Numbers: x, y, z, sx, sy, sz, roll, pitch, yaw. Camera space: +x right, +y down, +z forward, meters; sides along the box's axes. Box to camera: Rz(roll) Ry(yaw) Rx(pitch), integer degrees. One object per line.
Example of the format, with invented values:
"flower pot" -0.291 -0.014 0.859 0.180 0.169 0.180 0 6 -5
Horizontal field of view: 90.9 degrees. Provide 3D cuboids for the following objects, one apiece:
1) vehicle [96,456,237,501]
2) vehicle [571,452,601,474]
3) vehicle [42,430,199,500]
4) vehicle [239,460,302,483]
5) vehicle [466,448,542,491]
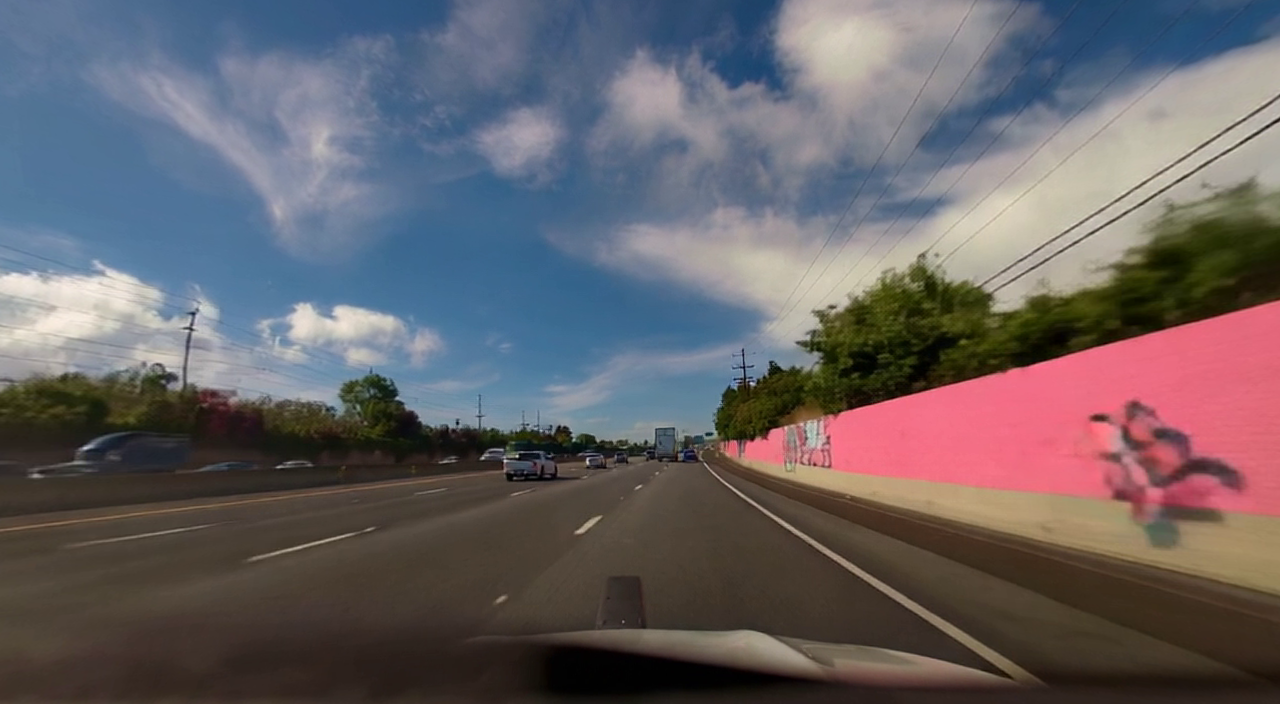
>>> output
"vehicle" -21.599 5.754 29.135 2.076 1.824 5.373 -1 -9 5
"vehicle" -3.908 8.048 45.740 1.708 1.489 2.840 -1 -9 5
"vehicle" -25.388 5.546 31.219 2.499 3.087 5.698 -1 -9 5
"vehicle" -27.945 9.023 47.829 1.963 1.593 4.163 -1 -9 5
"vehicle" -5.336 4.652 25.208 1.966 1.565 3.766 -1 -9 4
